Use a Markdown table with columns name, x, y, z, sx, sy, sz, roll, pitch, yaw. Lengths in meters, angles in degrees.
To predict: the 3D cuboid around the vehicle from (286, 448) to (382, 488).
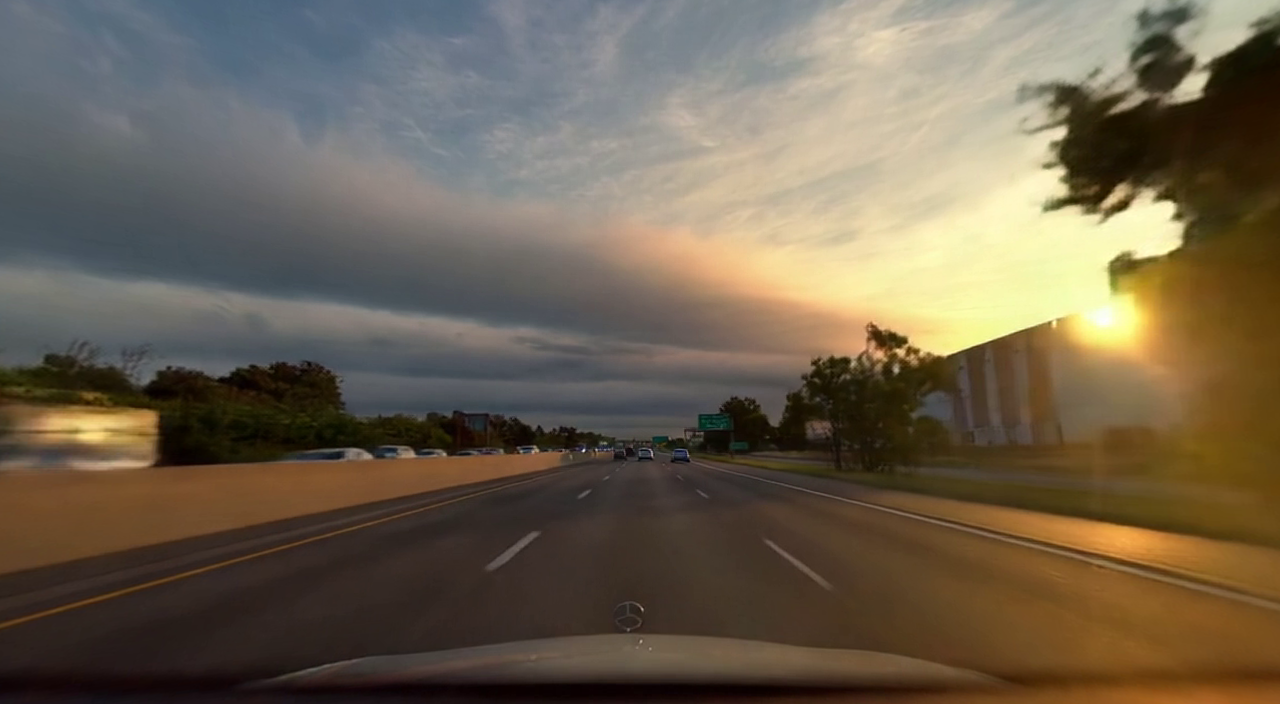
| name | x | y | z | sx | sy | sz | roll | pitch | yaw |
| --- | --- | --- | --- | --- | --- | --- | --- | --- | --- |
| vehicle | -12.025 | 4.568 | 25.073 | 1.814 | 1.438 | 3.897 | -1 | -9 | 1 |

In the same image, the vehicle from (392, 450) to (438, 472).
| name | x | y | z | sx | sy | sz | roll | pitch | yaw |
| --- | --- | --- | --- | --- | --- | --- | --- | --- | --- |
| vehicle | -16.015 | 7.765 | 45.068 | 1.835 | 1.455 | 3.673 | -1 | -9 | 2 |

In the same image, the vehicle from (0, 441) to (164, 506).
| name | x | y | z | sx | sy | sz | roll | pitch | yaw |
| --- | --- | --- | --- | --- | --- | --- | --- | --- | --- |
| vehicle | -16.042 | 3.346 | 17.733 | 1.888 | 1.584 | 4.228 | 0 | -9 | 1 |

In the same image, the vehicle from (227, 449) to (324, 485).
| name | x | y | z | sx | sy | sz | roll | pitch | yaw |
| --- | --- | --- | --- | --- | --- | --- | --- | --- | --- |
| vehicle | -16.205 | 5.113 | 28.300 | 1.793 | 1.452 | 4.239 | 0 | -9 | 0 |
